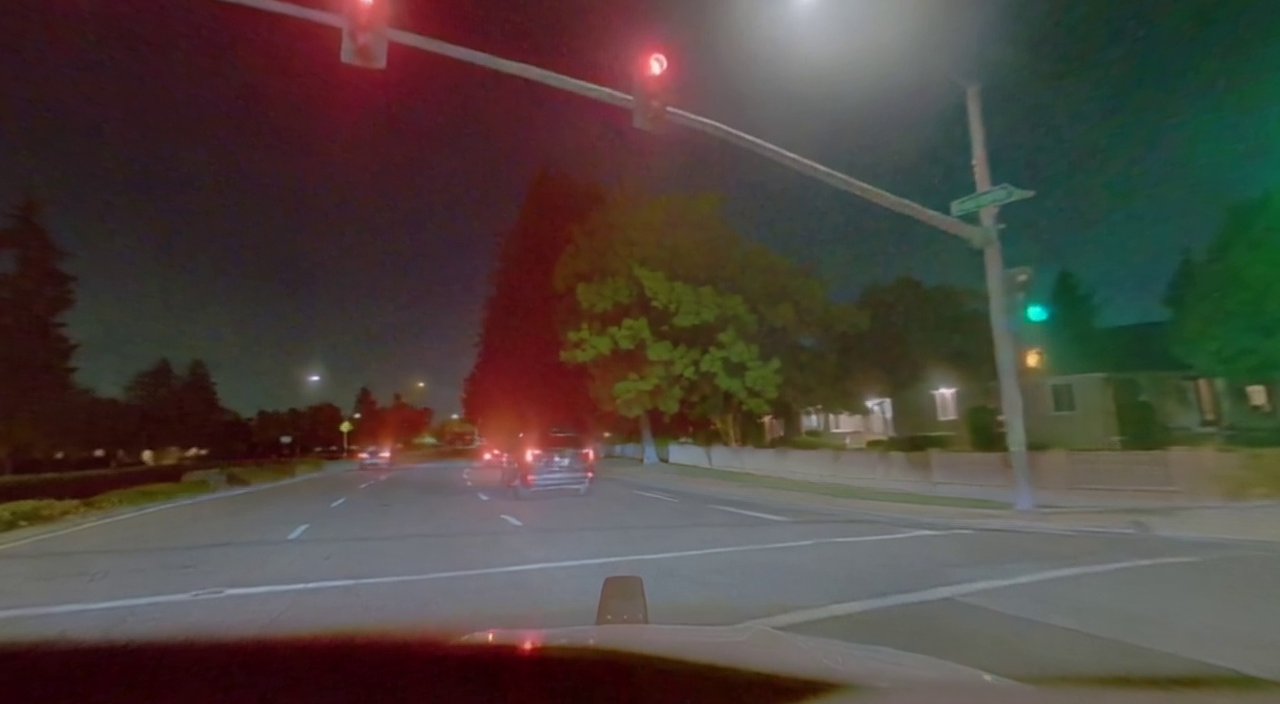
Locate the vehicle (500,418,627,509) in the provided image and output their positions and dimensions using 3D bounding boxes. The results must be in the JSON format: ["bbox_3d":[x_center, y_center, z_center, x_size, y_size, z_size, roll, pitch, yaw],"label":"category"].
[{"bbox_3d":[-2.062,2.662,15.564,2.141,1.833,4.704,3,-9,-19],"label":"vehicle"}]

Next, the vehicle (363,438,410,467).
[{"bbox_3d":[-16.134,6.411,40.295,2.063,1.721,4.261,2,-8,-12],"label":"vehicle"}]
